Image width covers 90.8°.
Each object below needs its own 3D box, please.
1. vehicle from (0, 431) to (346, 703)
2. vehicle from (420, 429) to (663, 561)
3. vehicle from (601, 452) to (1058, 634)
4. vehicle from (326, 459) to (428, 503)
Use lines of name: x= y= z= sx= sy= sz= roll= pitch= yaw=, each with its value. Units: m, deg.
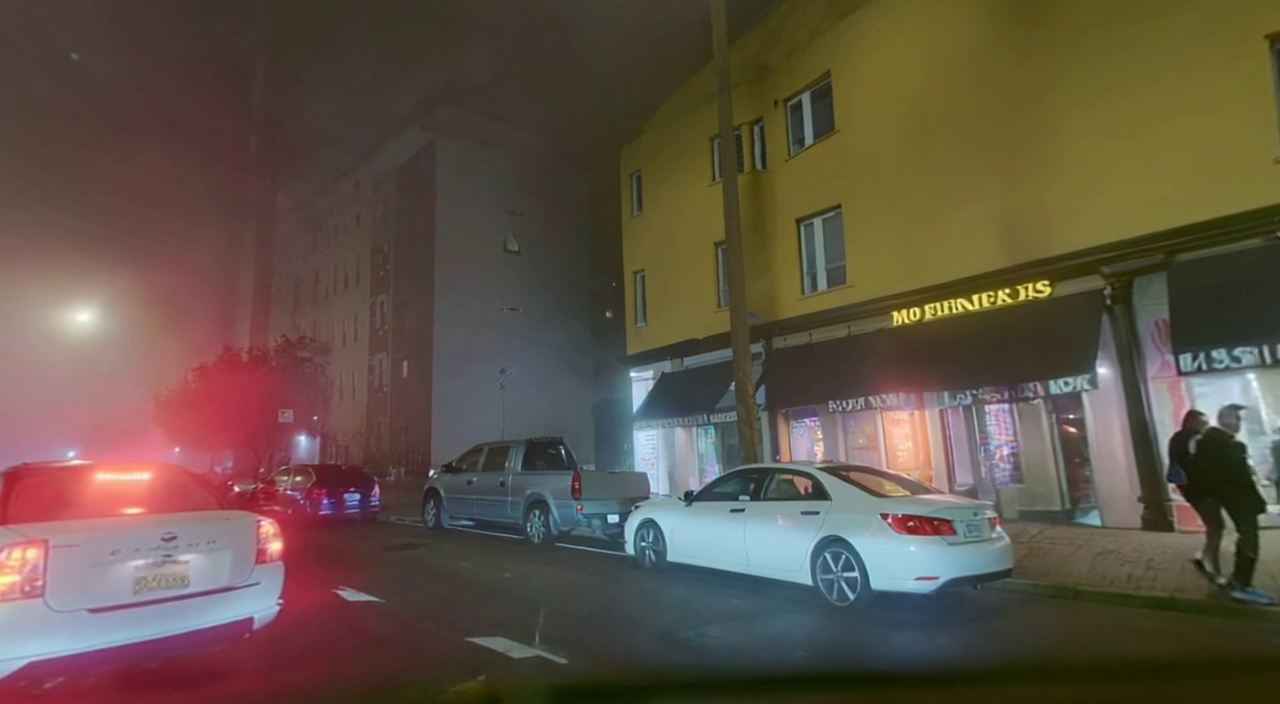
vehicle: x=-4.370 y=1.357 z=4.579 sx=4.330 sy=1.458 sz=1.932 roll=-6 pitch=-10 yaw=32
vehicle: x=-1.921 y=2.379 z=11.317 sx=4.580 sy=1.853 sz=1.862 roll=-8 pitch=-12 yaw=43
vehicle: x=1.886 y=1.935 z=7.525 sx=4.830 sy=1.421 sz=1.826 roll=-8 pitch=-11 yaw=42
vehicle: x=-14.344 y=7.021 z=34.565 sx=4.692 sy=1.909 sz=2.032 roll=6 pitch=-17 yaw=-43
